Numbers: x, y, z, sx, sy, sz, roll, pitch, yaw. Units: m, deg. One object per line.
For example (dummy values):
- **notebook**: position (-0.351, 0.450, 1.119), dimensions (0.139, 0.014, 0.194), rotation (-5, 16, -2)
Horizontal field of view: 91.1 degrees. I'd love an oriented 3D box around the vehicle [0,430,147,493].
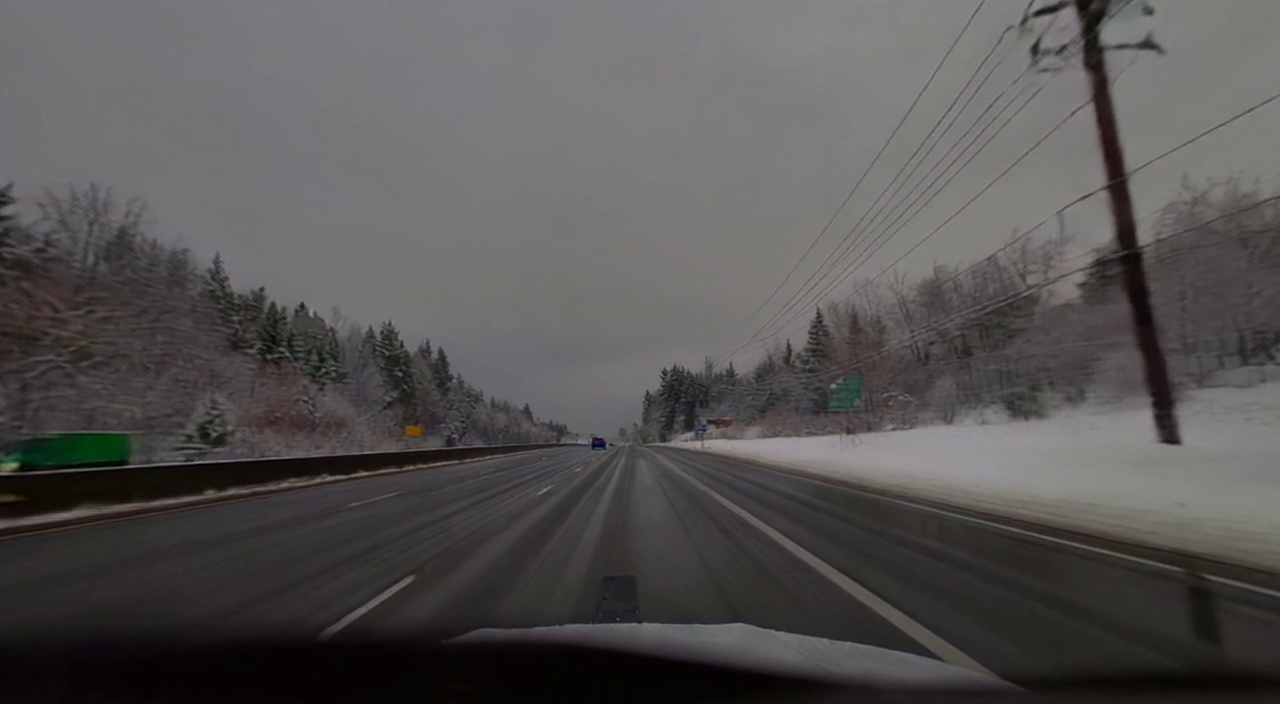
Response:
- **vehicle**: position (-25.298, 4.608, 27.239), dimensions (2.379, 2.357, 6.741), rotation (0, -8, 0)
